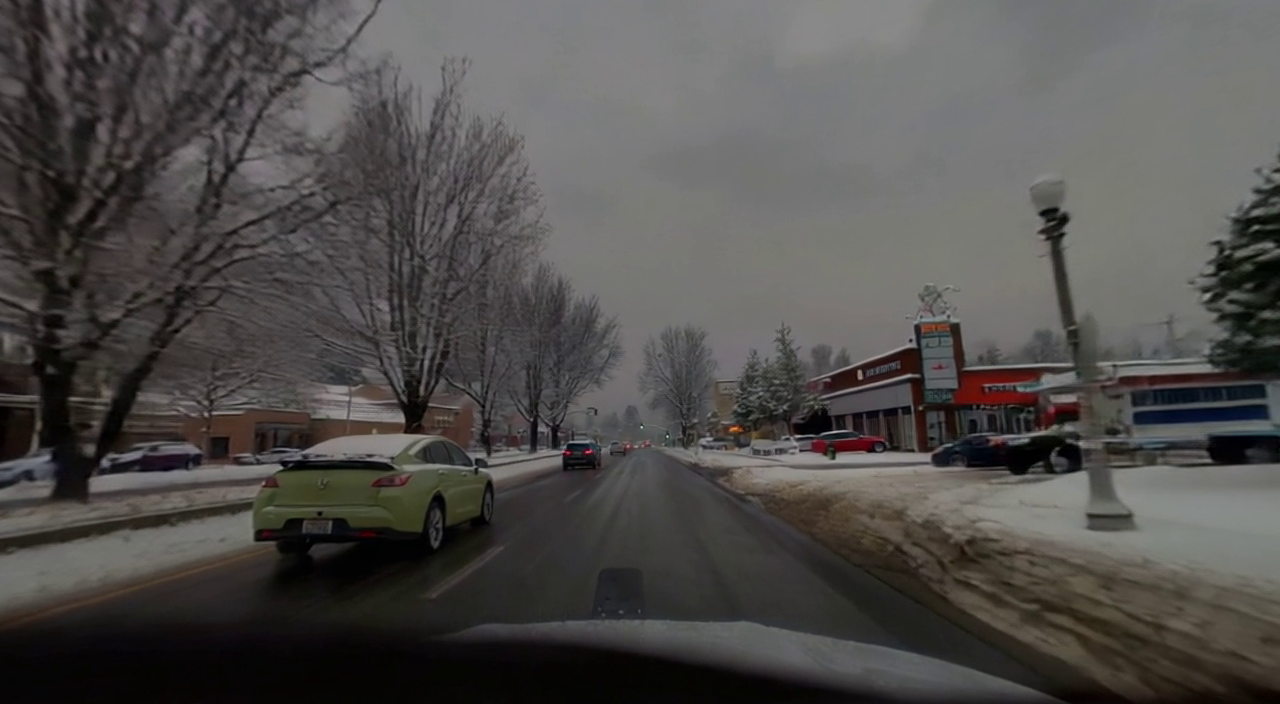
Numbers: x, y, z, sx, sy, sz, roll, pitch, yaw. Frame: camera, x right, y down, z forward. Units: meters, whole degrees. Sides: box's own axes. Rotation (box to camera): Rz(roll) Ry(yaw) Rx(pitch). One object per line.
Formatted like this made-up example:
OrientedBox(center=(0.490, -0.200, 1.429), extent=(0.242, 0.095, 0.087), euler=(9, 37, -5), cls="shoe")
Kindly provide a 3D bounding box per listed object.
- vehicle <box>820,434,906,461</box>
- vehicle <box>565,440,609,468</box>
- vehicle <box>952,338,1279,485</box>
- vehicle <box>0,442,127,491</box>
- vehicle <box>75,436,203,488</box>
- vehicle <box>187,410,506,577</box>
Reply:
OrientedBox(center=(14.174, 6.097, 40.363), extent=(4.697, 1.518, 1.990), euler=(-2, -7, -2), cls="vehicle")
OrientedBox(center=(-2.915, 5.768, 35.755), extent=(1.955, 1.461, 4.396), euler=(0, -9, 2), cls="vehicle")
OrientedBox(center=(15.159, 1.973, 20.479), extent=(8.300, 4.310, 2.832), euler=(-1, -9, 0), cls="vehicle")
OrientedBox(center=(-25.706, 4.881, 27.335), extent=(2.258, 1.896, 5.595), euler=(0, -9, 0), cls="vehicle")
OrientedBox(center=(-25.804, 5.686, 32.870), extent=(2.393, 2.465, 5.027), euler=(-1, -9, 0), cls="vehicle")
OrientedBox(center=(-3.432, 1.769, 8.675), extent=(2.126, 1.655, 4.560), euler=(0, -9, 1), cls="vehicle")
